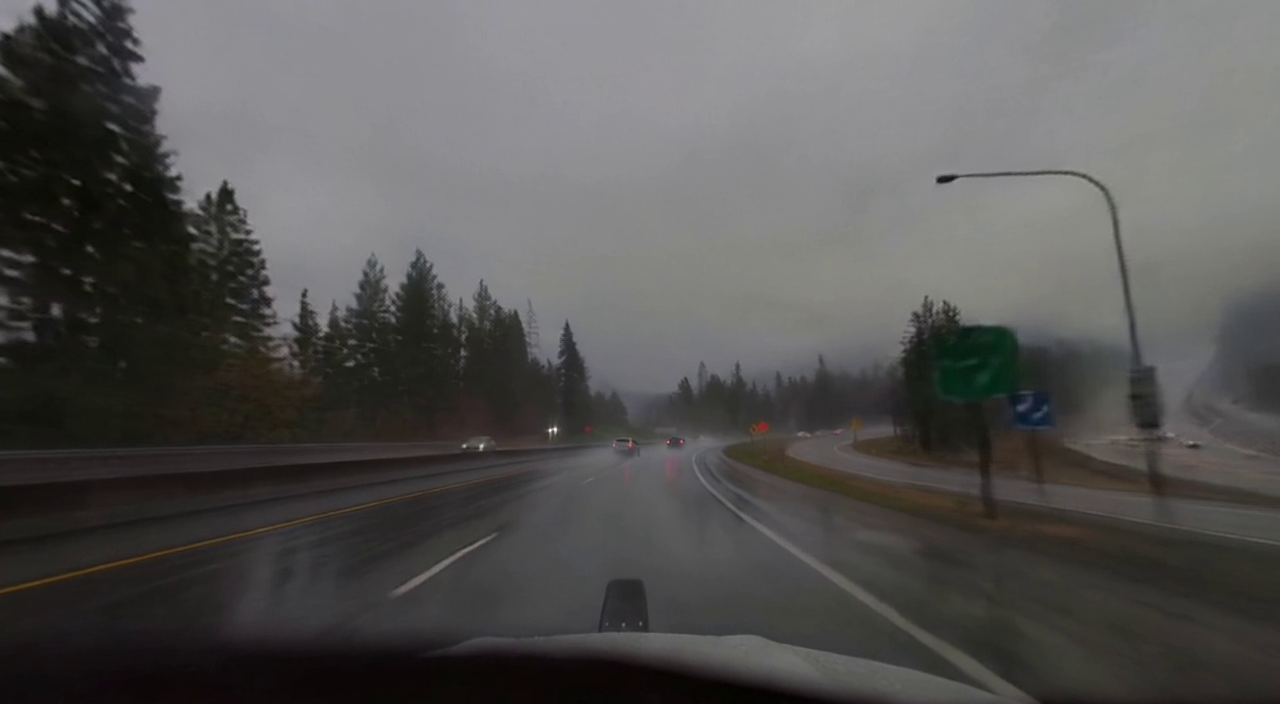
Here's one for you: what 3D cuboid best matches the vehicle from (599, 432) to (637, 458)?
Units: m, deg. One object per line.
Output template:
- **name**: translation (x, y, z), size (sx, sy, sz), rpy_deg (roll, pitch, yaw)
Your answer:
- **vehicle**: translation (-1.533, 6.622, 44.891), size (2.129, 1.742, 4.217), rpy_deg (-1, -8, 6)
